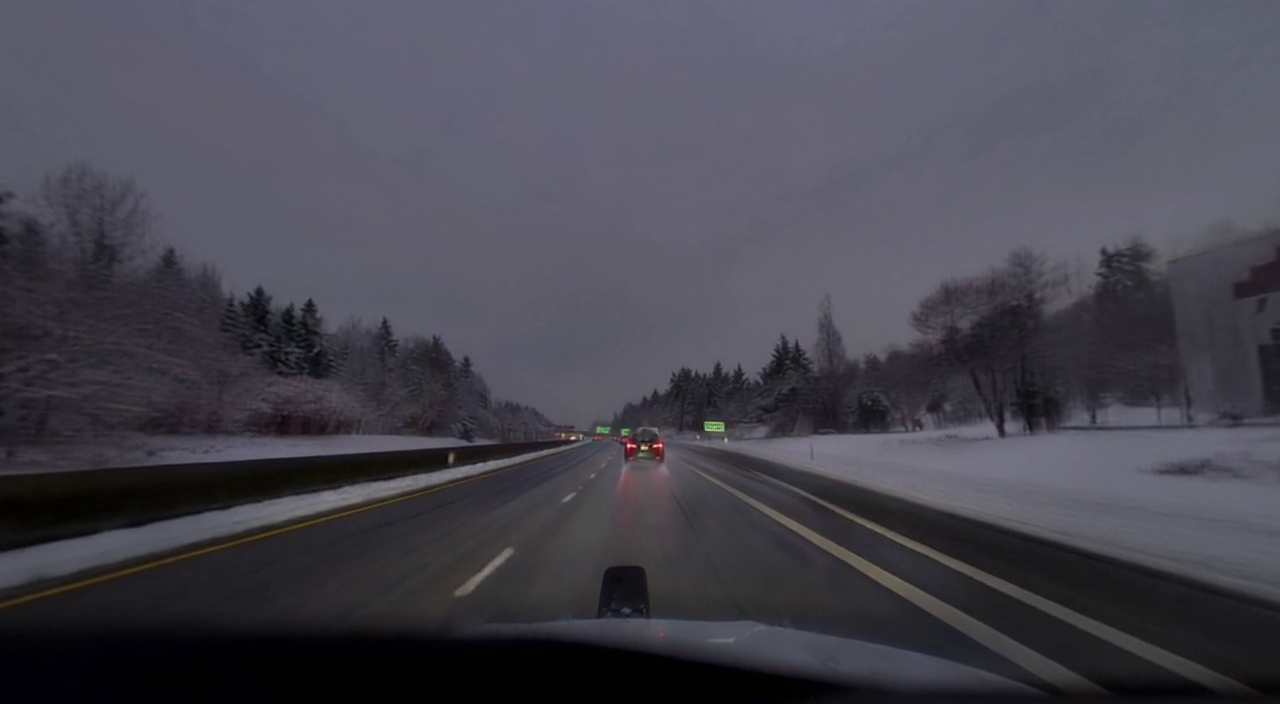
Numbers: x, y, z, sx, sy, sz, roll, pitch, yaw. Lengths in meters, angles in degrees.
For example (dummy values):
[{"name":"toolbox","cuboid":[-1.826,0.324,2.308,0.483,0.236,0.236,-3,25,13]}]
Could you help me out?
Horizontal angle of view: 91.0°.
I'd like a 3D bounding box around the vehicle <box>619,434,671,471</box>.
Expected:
[{"name":"vehicle","cuboid":[0.215,4.446,28.019,2.130,1.512,4.057,0,-8,0]}]
